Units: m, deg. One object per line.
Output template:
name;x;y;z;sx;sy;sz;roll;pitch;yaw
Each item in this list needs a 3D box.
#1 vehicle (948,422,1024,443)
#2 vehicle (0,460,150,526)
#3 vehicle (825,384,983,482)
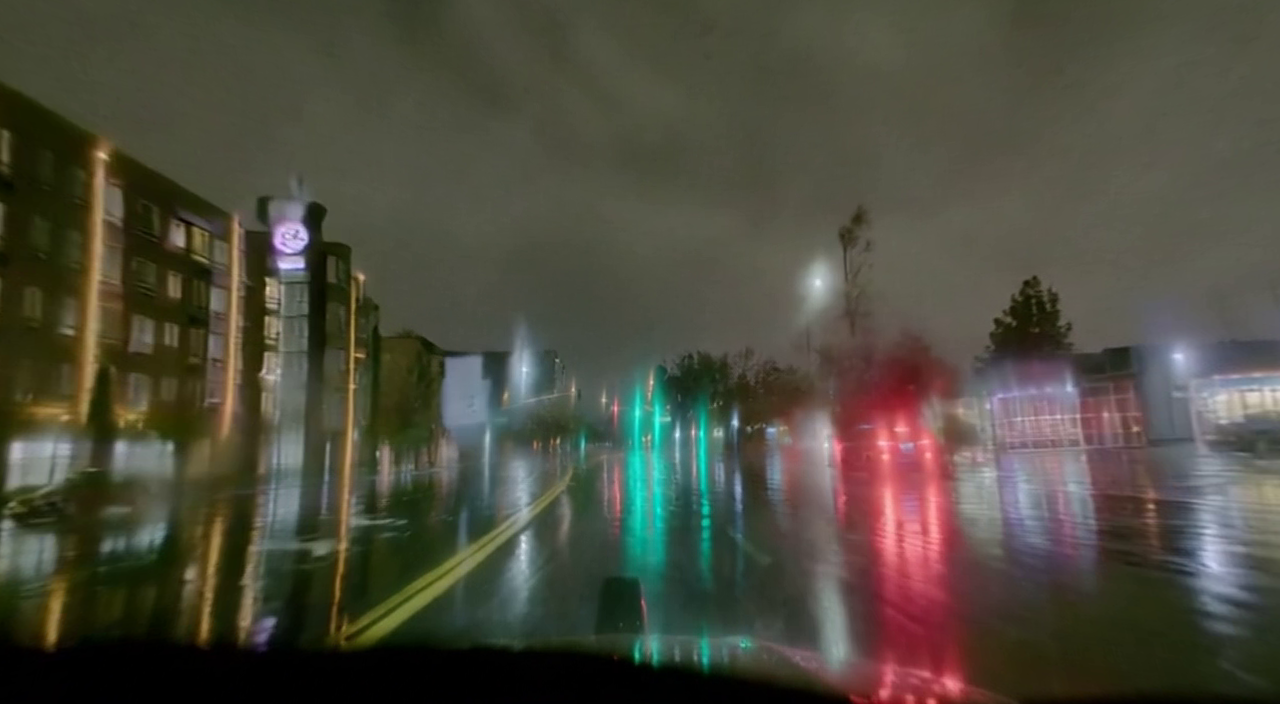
vehicle;25.498;5.999;46.740;1.868;1.458;4.609;5;-10;-27
vehicle;-19.364;4.646;21.235;2.042;1.773;4.914;-4;-8;-2
vehicle;9.764;3.151;24.465;2.917;3.205;6.985;0;-8;-1
